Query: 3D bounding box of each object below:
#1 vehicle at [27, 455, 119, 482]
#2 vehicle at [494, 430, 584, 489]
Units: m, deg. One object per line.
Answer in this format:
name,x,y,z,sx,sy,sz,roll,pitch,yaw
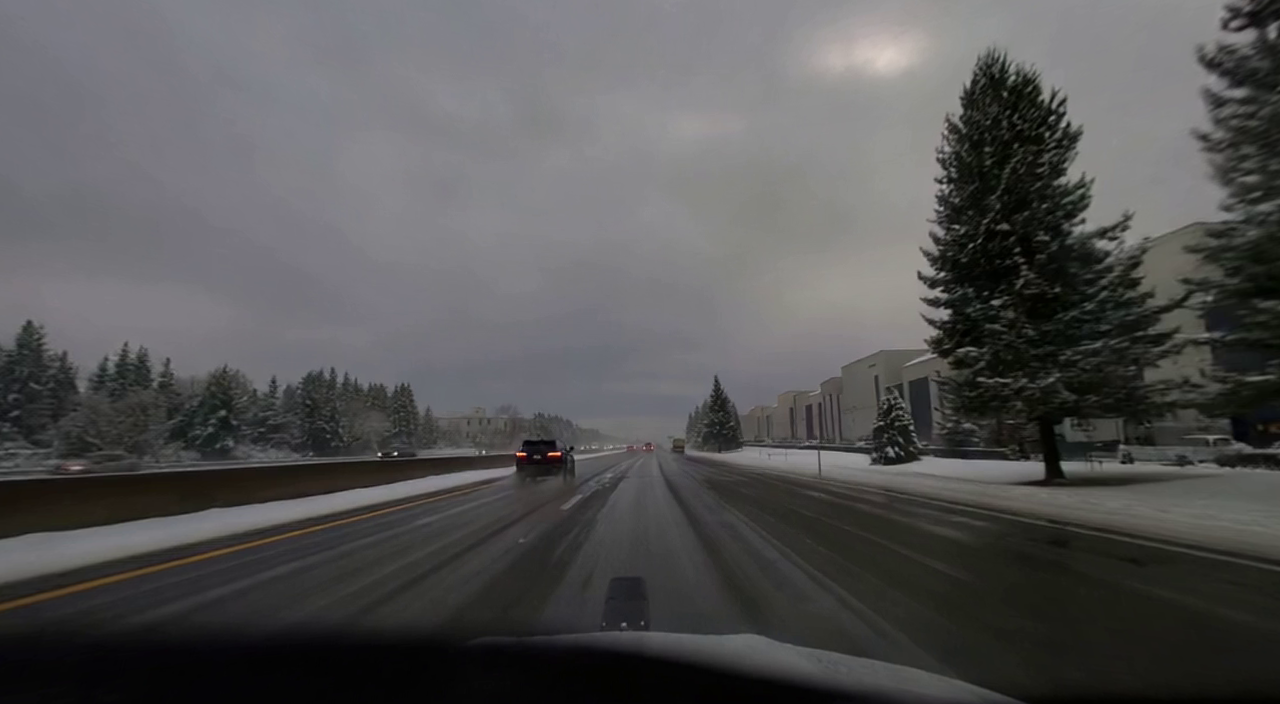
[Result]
vehicle,-31.772,6.525,35.482,1.692,1.333,3.755,0,-9,0
vehicle,-3.433,3.801,22.484,2.218,1.850,4.774,0,-9,2
